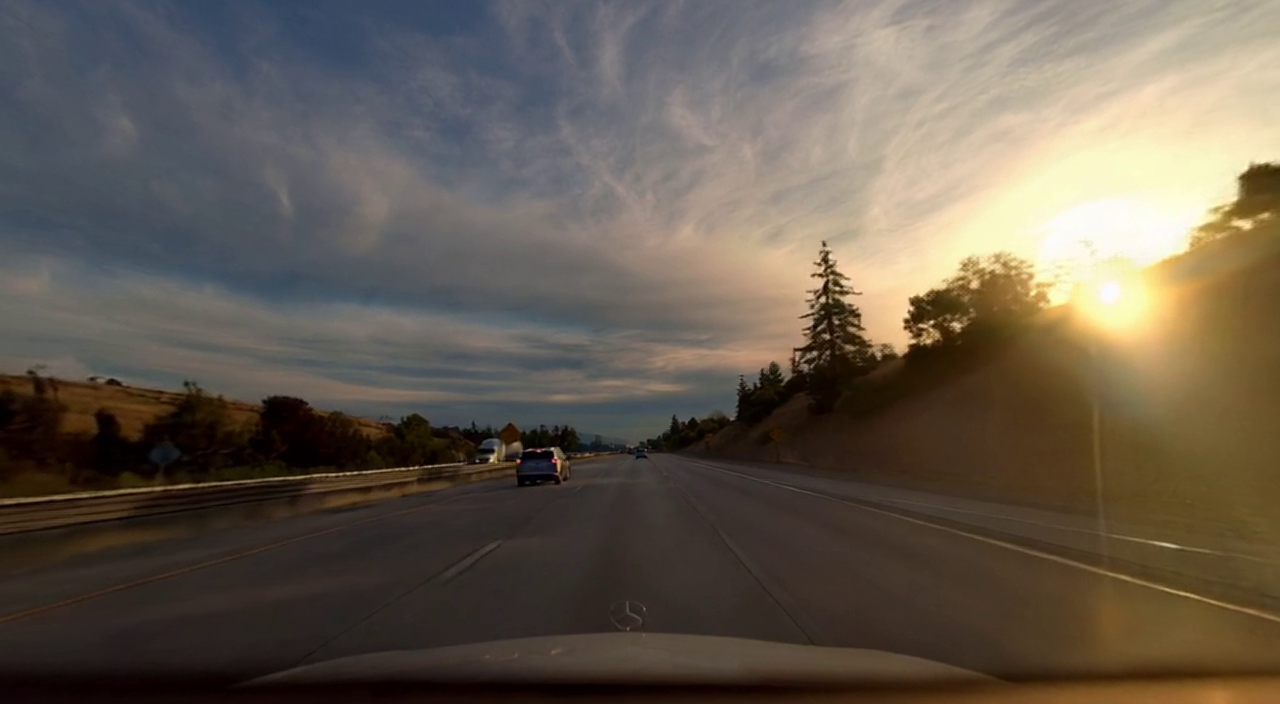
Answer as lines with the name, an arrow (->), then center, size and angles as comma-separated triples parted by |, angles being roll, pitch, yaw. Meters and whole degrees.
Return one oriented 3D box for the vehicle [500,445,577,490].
vehicle -> -3.631, 4.244, 23.476 | 2.054, 1.475, 4.708 | 0, -9, 0
